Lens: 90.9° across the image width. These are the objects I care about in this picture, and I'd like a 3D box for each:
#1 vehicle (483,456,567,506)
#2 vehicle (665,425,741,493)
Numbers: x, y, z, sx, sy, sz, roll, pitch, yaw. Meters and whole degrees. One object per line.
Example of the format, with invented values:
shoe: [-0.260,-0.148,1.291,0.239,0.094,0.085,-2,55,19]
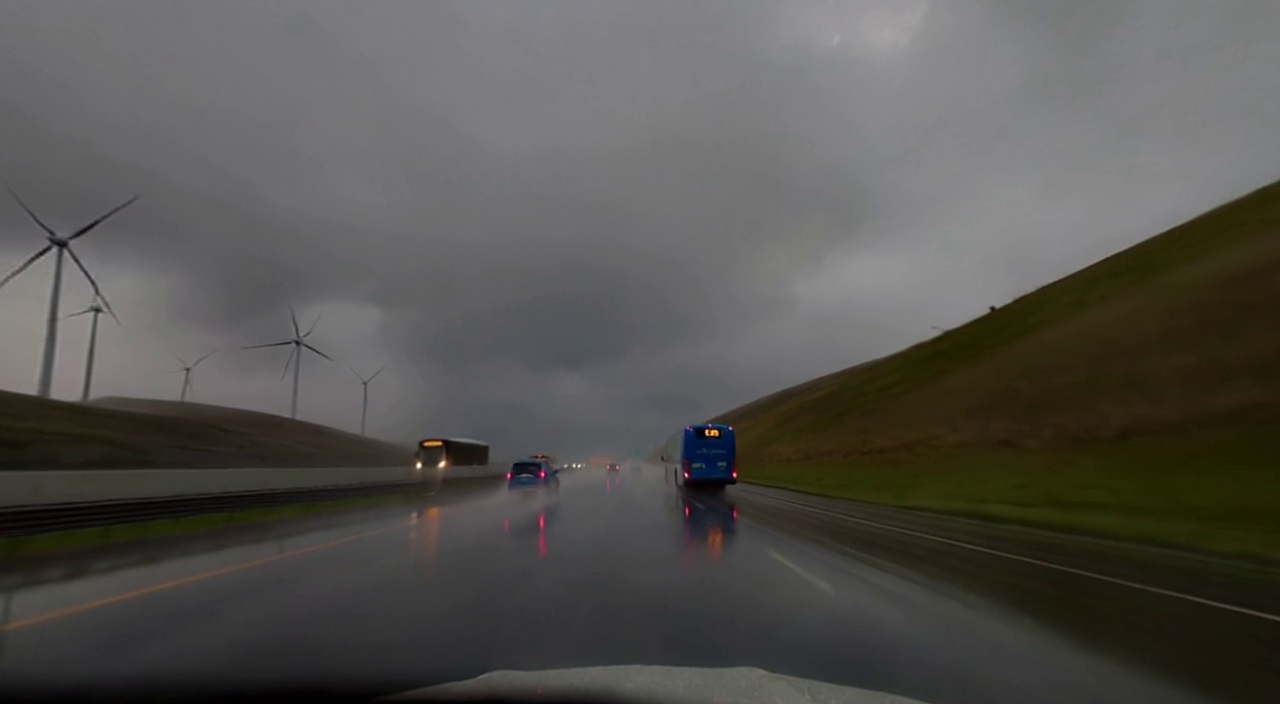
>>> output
vehicle: [-3.971,4.585,22.598,2.213,1.568,4.274,1,-10,0]
vehicle: [3.609,6.979,40.654,2.941,3.574,14.463,1,-10,-2]
